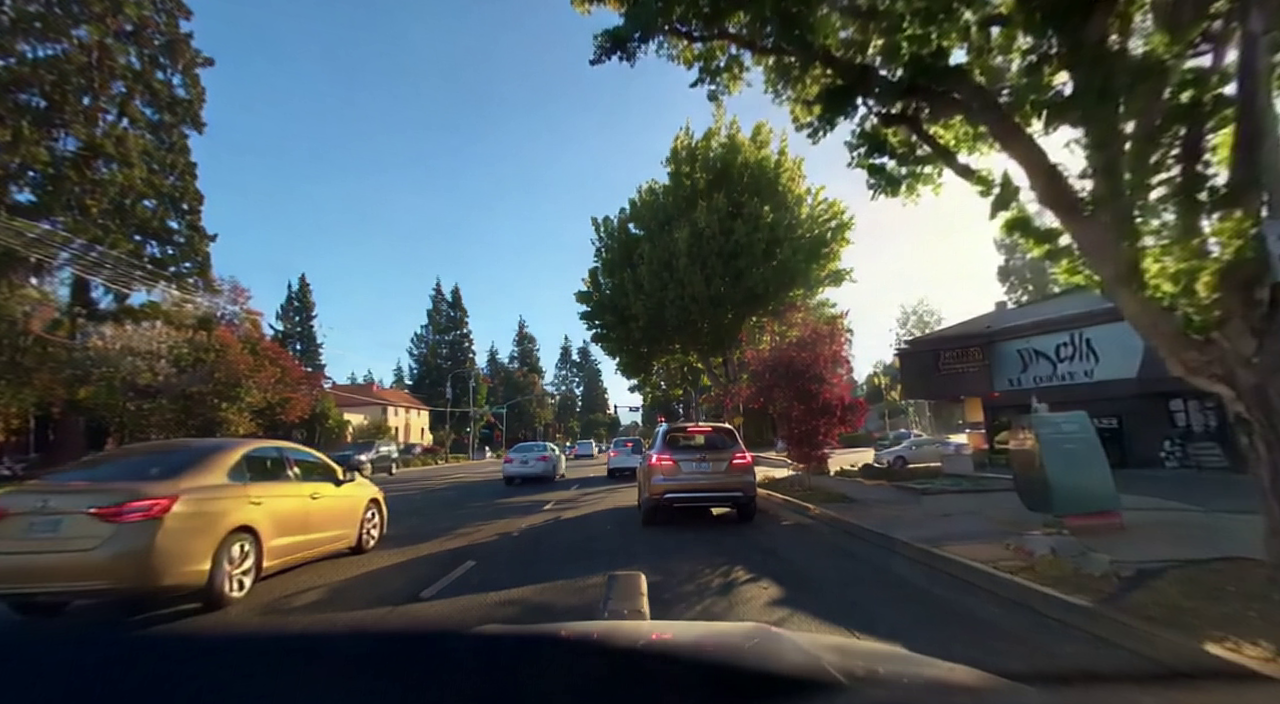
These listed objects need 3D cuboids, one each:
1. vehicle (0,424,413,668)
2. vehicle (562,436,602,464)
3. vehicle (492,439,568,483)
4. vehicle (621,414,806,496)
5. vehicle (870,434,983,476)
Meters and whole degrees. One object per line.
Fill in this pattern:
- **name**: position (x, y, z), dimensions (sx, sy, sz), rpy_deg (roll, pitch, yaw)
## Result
- **vehicle**: position (-4.032, 1.499, 6.030), dimensions (2.026, 1.466, 4.282), rpy_deg (0, -8, 1)
- **vehicle**: position (-3.619, 6.245, 40.013), dimensions (2.053, 1.652, 3.873), rpy_deg (0, -8, 2)
- **vehicle**: position (-3.925, 3.968, 23.115), dimensions (2.042, 1.470, 4.123), rpy_deg (0, -8, 0)
- **vehicle**: position (1.956, 2.811, 17.416), dimensions (4.642, 1.955, 2.052), rpy_deg (-6, -10, 35)
- **vehicle**: position (12.312, 4.460, 27.129), dimensions (3.871, 1.525, 1.835), rpy_deg (-3, -9, 0)
